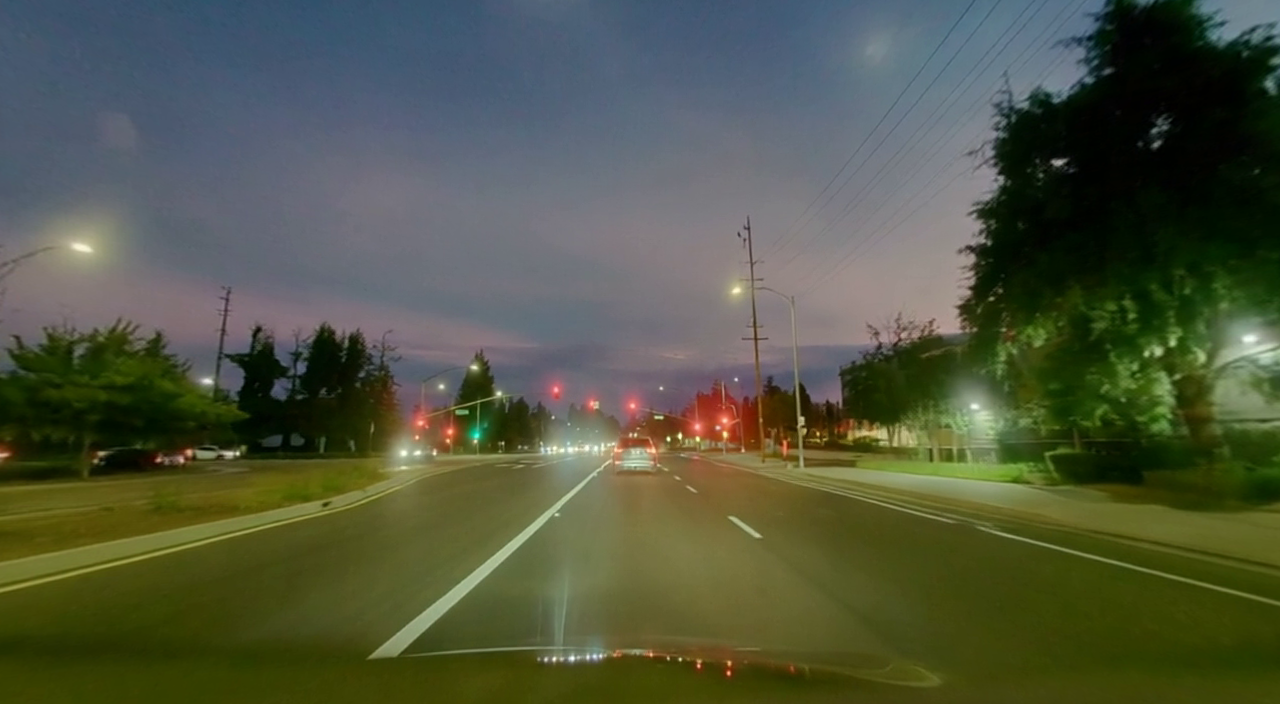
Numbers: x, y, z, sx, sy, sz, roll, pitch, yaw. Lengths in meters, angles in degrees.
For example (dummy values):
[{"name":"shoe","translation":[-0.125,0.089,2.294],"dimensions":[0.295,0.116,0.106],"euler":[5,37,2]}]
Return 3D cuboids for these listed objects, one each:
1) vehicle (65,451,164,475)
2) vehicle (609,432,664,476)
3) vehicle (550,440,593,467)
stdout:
[{"name":"vehicle","translation":[-34.244,7.229,41.259],"dimensions":[4.608,1.435,2.076],"euler":[0,-9,0]},{"name":"vehicle","translation":[-0.180,4.410,27.509],"dimensions":[2.188,1.782,3.982],"euler":[0,-9,-1]},{"name":"vehicle","translation":[-3.996,6.000,37.512],"dimensions":[2.075,1.474,4.367],"euler":[0,-9,0]}]
